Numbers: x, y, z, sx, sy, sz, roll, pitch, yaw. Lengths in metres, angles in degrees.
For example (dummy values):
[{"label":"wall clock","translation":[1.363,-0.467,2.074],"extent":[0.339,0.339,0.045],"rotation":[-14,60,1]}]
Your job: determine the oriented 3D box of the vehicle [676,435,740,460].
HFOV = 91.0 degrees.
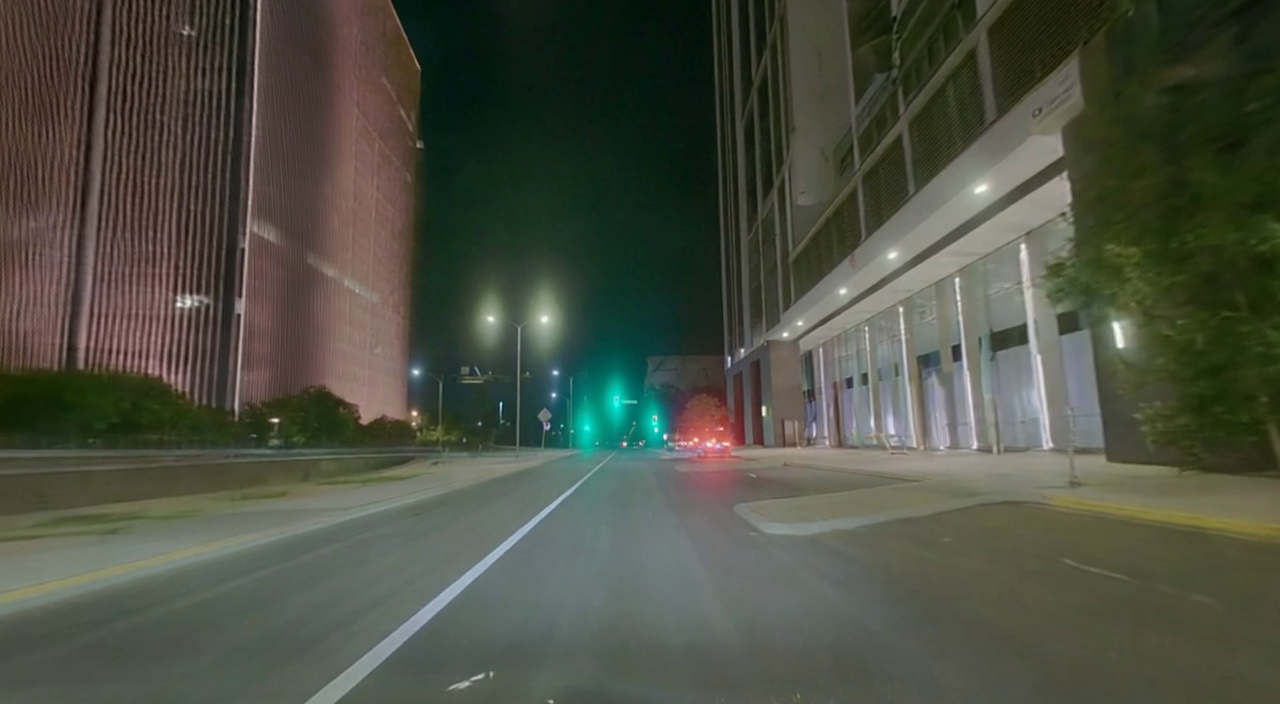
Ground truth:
[{"label":"vehicle","translation":[4.498,6.302,41.532],"extent":[3.844,1.524,1.847],"rotation":[4,-9,-32]}]
